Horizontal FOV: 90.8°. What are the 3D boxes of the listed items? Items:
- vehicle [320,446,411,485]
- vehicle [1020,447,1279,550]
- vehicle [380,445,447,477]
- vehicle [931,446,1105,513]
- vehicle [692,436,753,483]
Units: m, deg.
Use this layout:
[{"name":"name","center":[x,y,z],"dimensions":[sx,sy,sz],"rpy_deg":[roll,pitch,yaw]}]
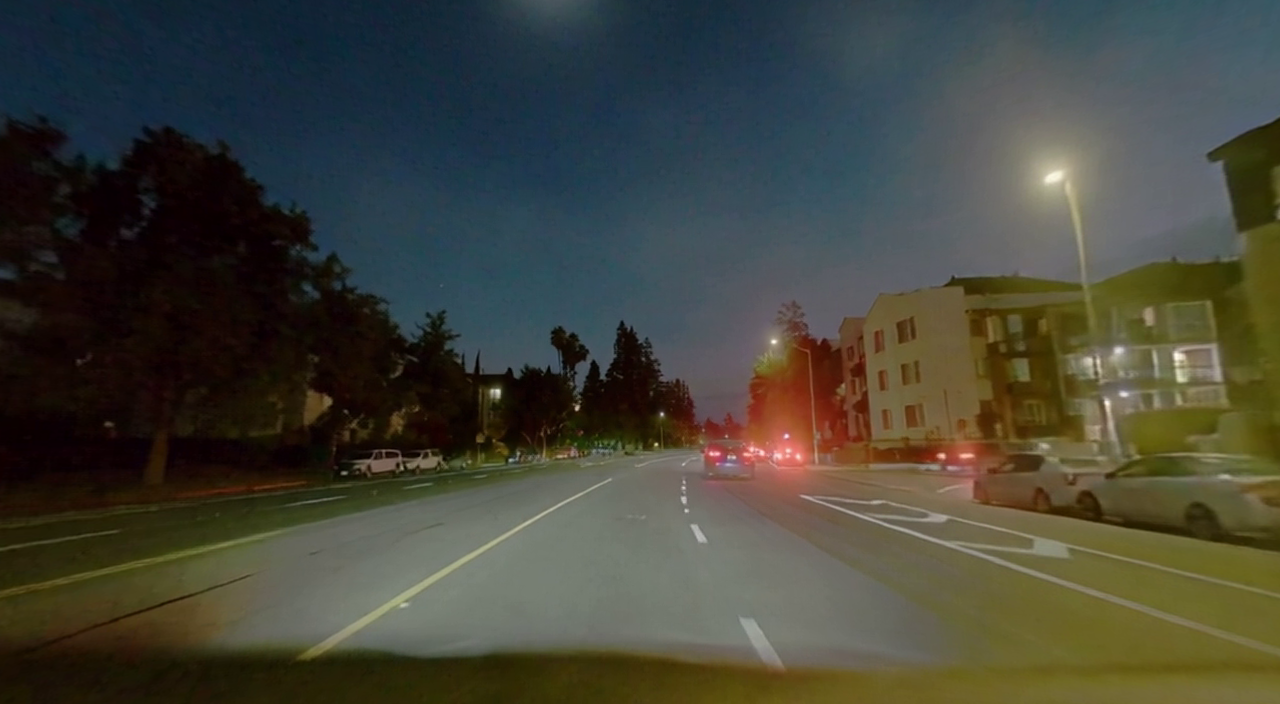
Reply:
[{"name":"vehicle","center":[-16.101,6.658,37.539],"dimensions":[2.239,1.926,6.159],"rpy_deg":[-3,-8,5]},{"name":"vehicle","center":[9.197,2.461,11.411],"dimensions":[1.836,1.461,4.449],"rpy_deg":[0,-9,-1]},{"name":"vehicle","center":[-15.722,7.580,44.243],"dimensions":[2.194,2.022,5.828],"rpy_deg":[-1,-9,4]},{"name":"vehicle","center":[9.510,3.195,16.435],"dimensions":[1.928,1.482,4.461],"rpy_deg":[-1,-9,3]},{"name":"vehicle","center":[3.307,4.407,26.212],"dimensions":[2.085,1.763,4.490],"rpy_deg":[-1,-9,2]}]
